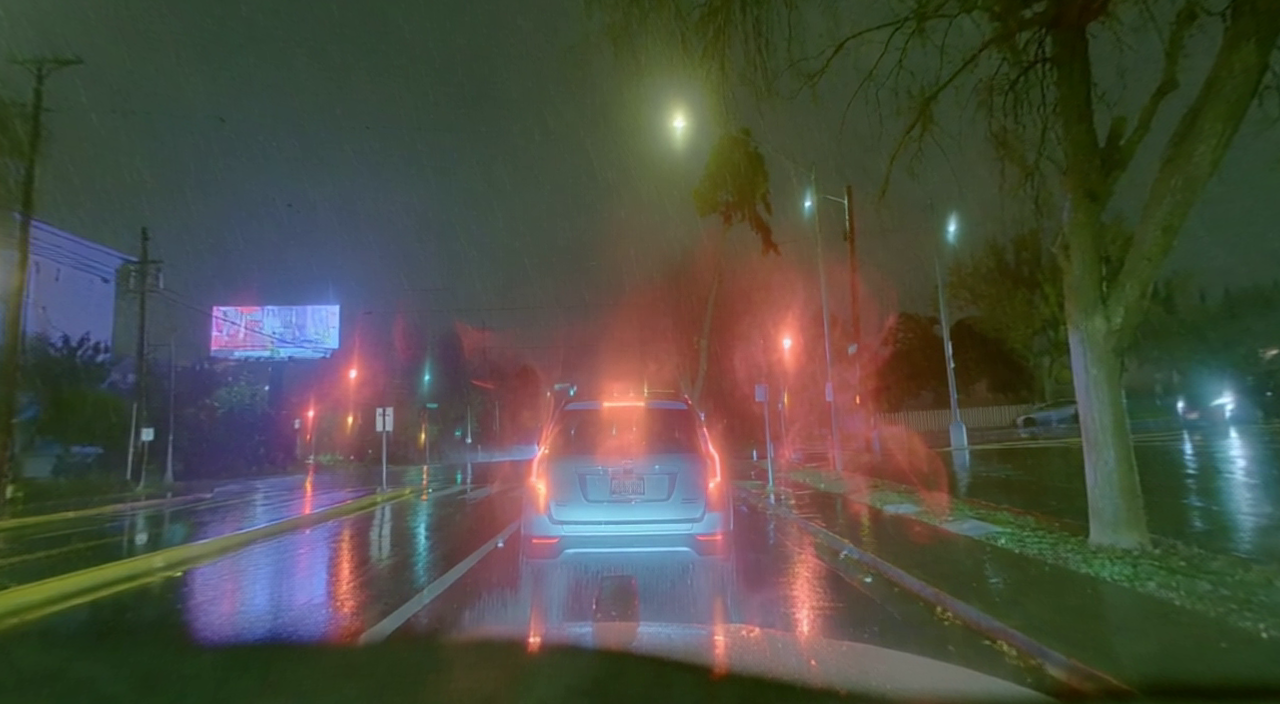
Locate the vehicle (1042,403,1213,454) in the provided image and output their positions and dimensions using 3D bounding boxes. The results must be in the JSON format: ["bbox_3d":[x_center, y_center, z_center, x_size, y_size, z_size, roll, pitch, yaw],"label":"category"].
[{"bbox_3d":[15.273,2.448,19.945,3.750,1.502,1.781,-2,-8,13],"label":"vehicle"}]

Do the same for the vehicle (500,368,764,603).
[{"bbox_3d":[-0.063,1.361,7.135,2.142,1.904,3.816,-1,-8,0],"label":"vehicle"}]
